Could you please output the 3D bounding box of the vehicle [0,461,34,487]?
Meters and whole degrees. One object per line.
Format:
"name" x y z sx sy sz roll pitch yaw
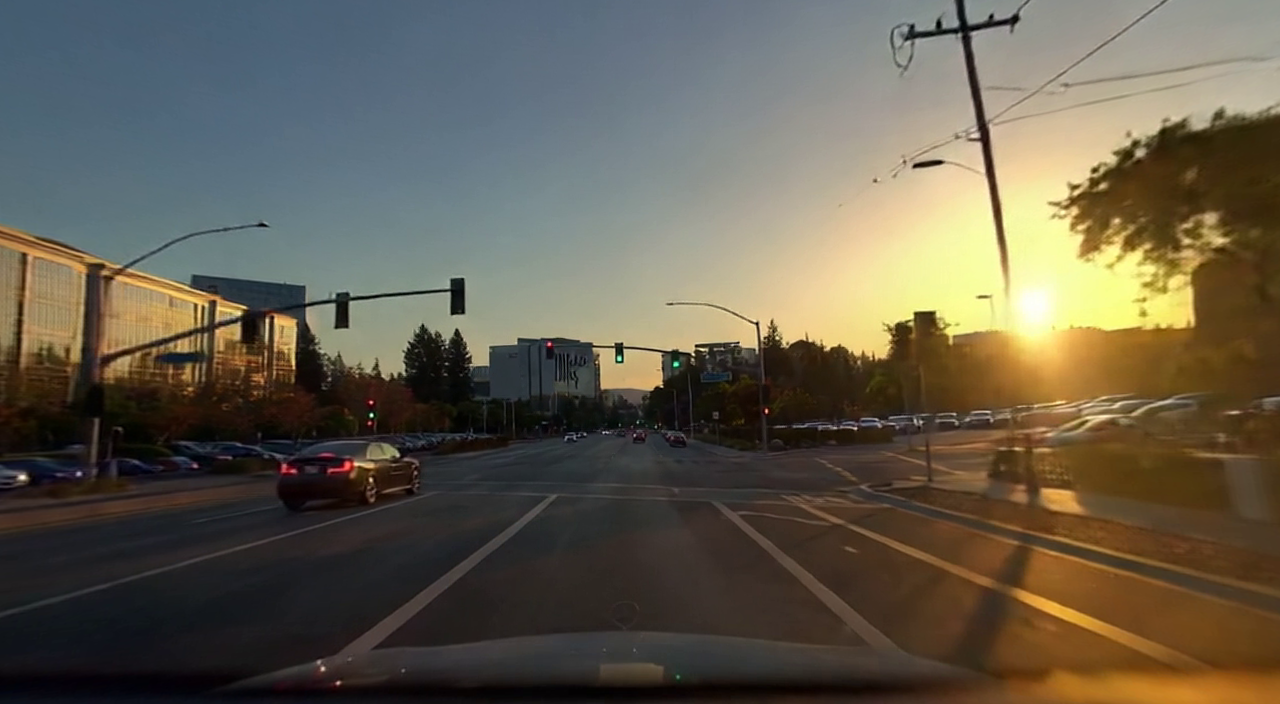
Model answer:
"vehicle" -40.485 7.735 40.209 1.906 1.496 4.381 5 -10 -33

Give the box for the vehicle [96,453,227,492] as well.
"vehicle" -22.953 5.758 30.444 4.722 1.741 2.142 -1 -9 6

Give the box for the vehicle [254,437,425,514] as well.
"vehicle" -6.498 2.690 14.280 1.928 1.451 4.219 0 -9 -2
